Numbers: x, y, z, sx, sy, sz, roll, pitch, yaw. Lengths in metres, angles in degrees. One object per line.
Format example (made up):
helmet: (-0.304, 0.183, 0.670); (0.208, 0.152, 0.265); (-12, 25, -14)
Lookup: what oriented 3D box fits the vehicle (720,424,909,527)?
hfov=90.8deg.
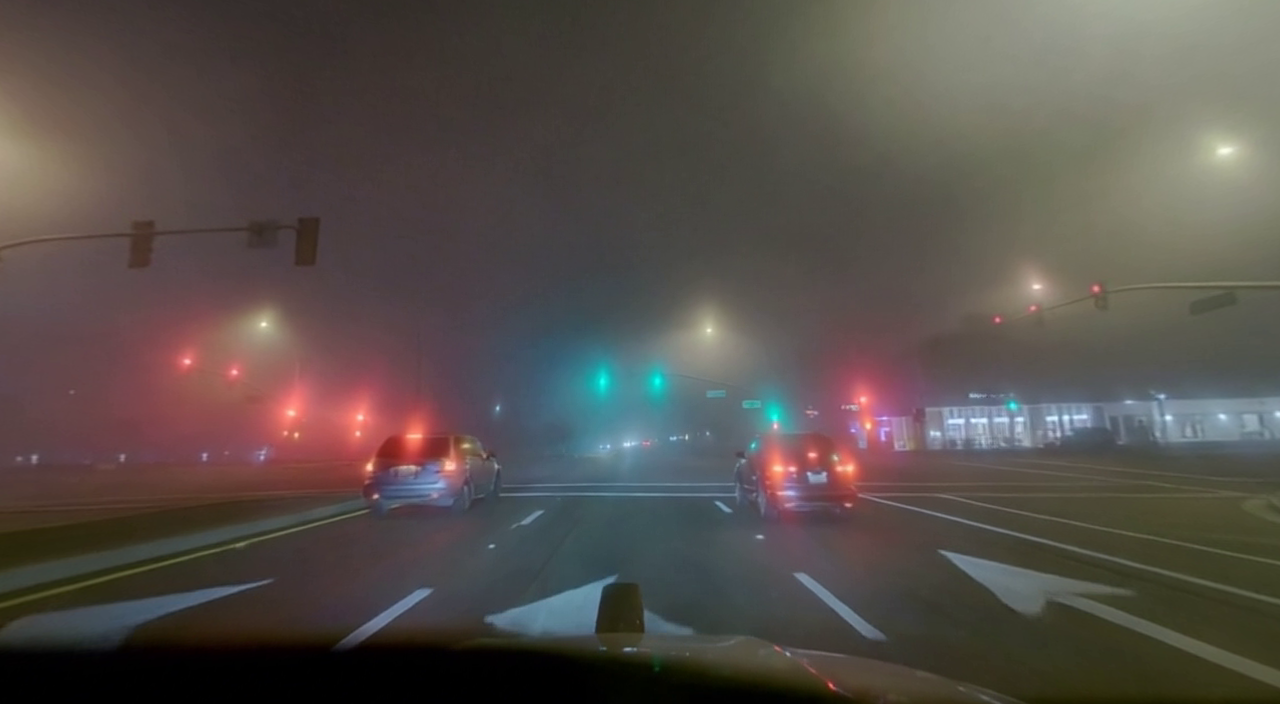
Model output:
vehicle: (2.919, 2.207, 11.873); (2.130, 1.524, 4.722); (0, -8, -1)

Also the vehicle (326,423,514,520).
vehicle: (-3.934, 2.227, 12.286); (1.973, 1.526, 4.533); (0, -8, 1)
